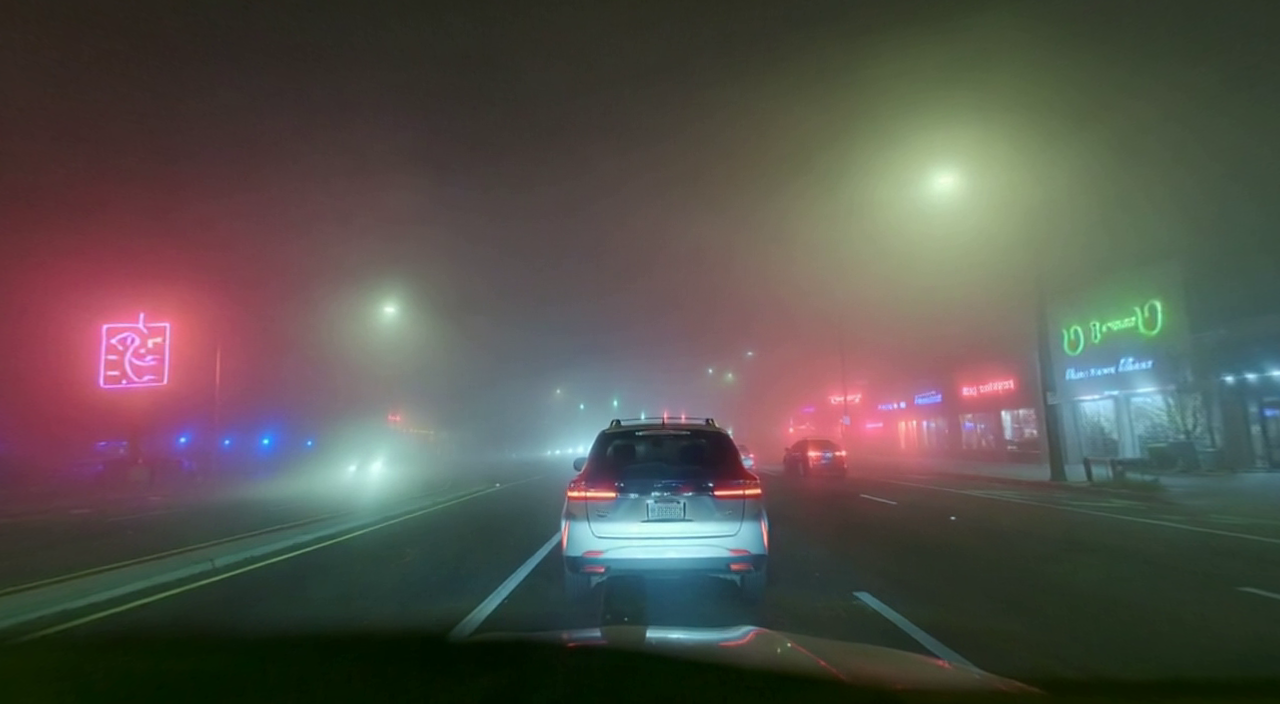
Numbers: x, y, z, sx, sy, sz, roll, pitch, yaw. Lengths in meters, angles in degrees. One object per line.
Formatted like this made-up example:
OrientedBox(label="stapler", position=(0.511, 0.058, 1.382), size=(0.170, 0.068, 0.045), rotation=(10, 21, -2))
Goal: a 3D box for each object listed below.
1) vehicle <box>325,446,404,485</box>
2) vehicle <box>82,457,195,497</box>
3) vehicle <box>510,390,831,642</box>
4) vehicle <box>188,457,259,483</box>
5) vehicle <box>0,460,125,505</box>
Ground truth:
OrientedBox(label="vehicle", position=(-13.062, 5.376, 30.222), size=(1.965, 1.695, 4.284), rotation=(0, -8, -2))
OrientedBox(label="vehicle", position=(-25.865, 6.412, 32.803), size=(2.026, 1.808, 4.835), rotation=(0, -8, -2))
OrientedBox(label="vehicle", position=(0.205, 1.380, 6.220), size=(2.125, 1.669, 3.880), rotation=(0, -8, 0))
OrientedBox(label="vehicle", position=(-27.888, 7.884, 42.377), size=(1.861, 1.578, 4.152), rotation=(0, -8, 1))
OrientedBox(label="vehicle", position=(-23.983, 5.201, 25.291), size=(4.608, 1.659, 1.981), rotation=(2, -9, -16))
